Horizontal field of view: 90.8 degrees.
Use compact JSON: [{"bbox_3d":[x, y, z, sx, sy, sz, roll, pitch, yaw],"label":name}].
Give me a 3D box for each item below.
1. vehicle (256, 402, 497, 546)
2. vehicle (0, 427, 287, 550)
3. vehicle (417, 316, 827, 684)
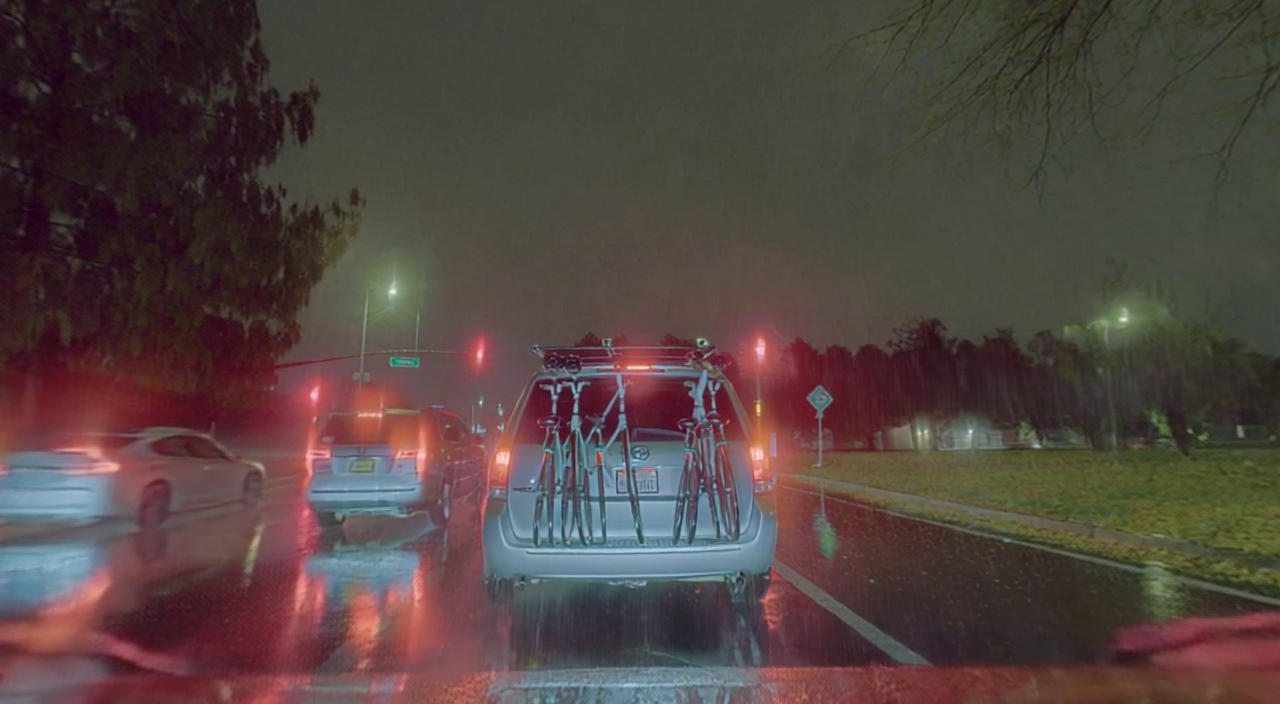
[{"bbox_3d":[-4.054,1.994,11.033,2.337,1.858,5.409,1,-9,-6],"label":"vehicle"},{"bbox_3d":[-7.939,2.029,10.151,2.024,1.511,4.550,0,-8,-2],"label":"vehicle"},{"bbox_3d":[-0.232,1.159,5.999,2.333,2.087,4.586,0,-8,-4],"label":"vehicle"}]
